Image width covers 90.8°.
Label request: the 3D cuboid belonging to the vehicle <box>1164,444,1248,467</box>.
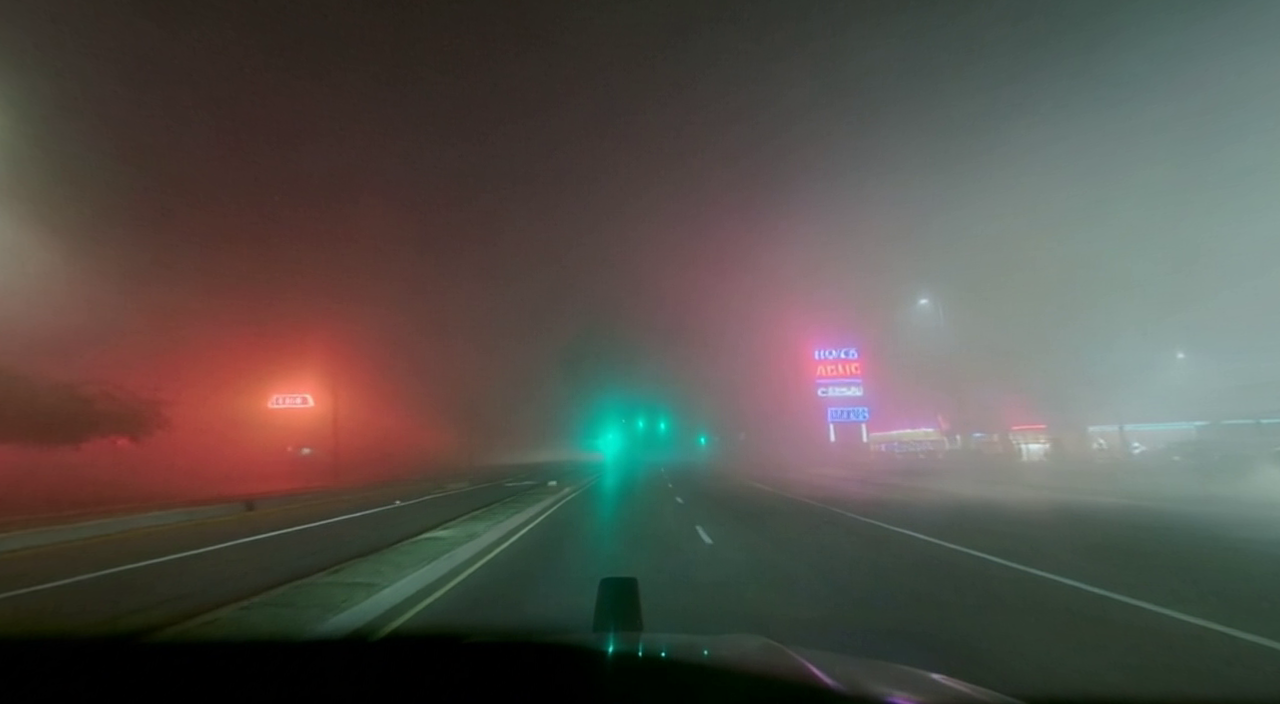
[{"bbox_3d":[37.119,6.776,41.568,1.666,1.432,4.085,0,-8,-1],"label":"vehicle"}]
